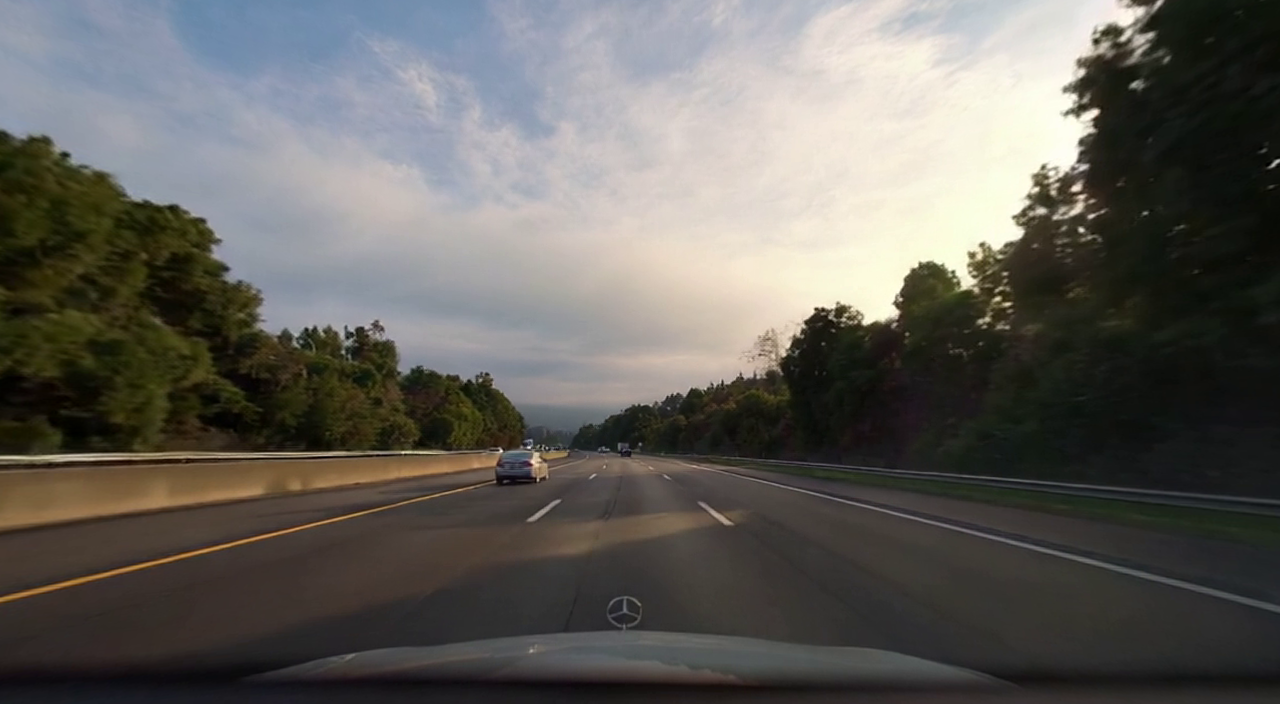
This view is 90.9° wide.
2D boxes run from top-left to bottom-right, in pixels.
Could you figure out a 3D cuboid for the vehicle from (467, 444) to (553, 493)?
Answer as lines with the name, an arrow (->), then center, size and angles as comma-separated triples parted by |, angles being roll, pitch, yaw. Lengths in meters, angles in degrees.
vehicle -> -4.340, 3.964, 21.814 | 2.022, 1.513, 4.613 | 0, -9, 0
